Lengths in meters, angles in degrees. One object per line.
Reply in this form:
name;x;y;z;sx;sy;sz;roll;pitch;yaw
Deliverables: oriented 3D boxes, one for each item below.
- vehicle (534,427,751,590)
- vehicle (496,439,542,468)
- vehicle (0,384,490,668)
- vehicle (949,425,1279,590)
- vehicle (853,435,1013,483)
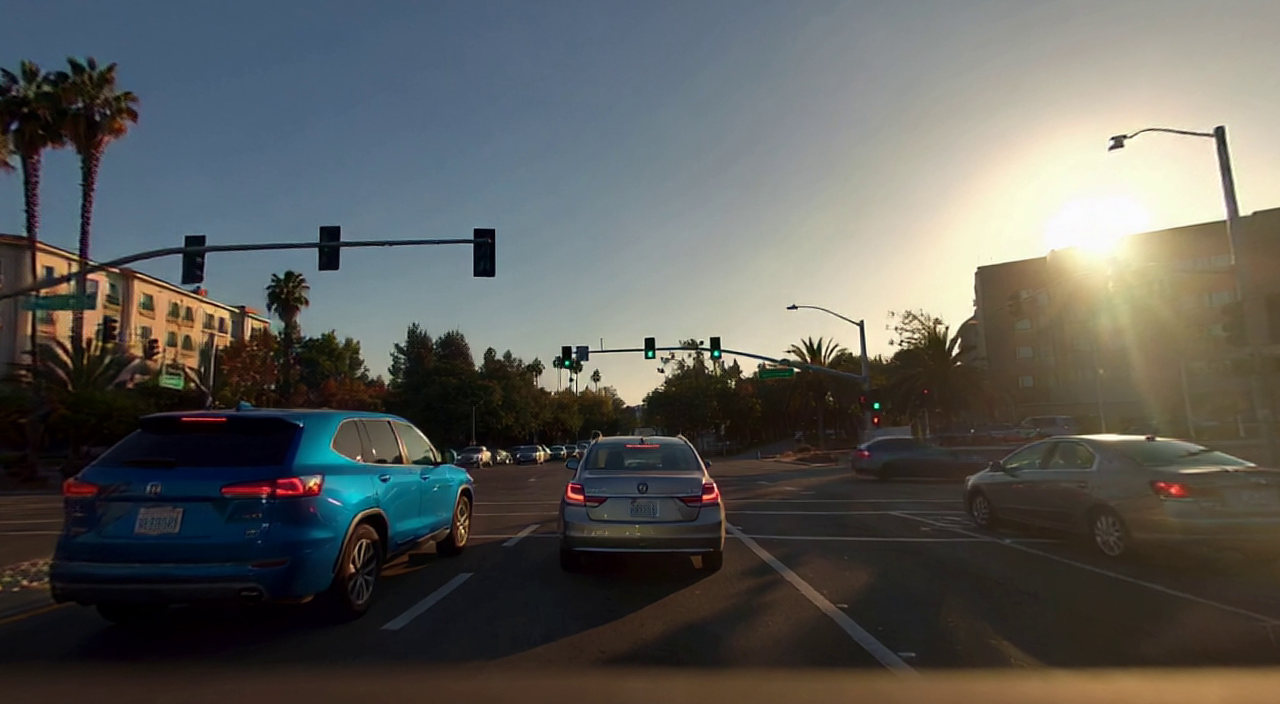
vehicle;-0.007;1.701;7.732;1.942;1.445;3.973;0;-8;-1
vehicle;-7.963;6.701;42.002;2.130;1.810;4.450;-2;-8;1
vehicle;-3.104;1.366;6.092;2.051;1.682;4.467;0;-8;2
vehicle;6.093;1.760;8.093;1.970;1.489;4.482;0;-8;-1
vehicle;10.497;3.862;22.925;4.742;1.605;2.117;0;-8;0
